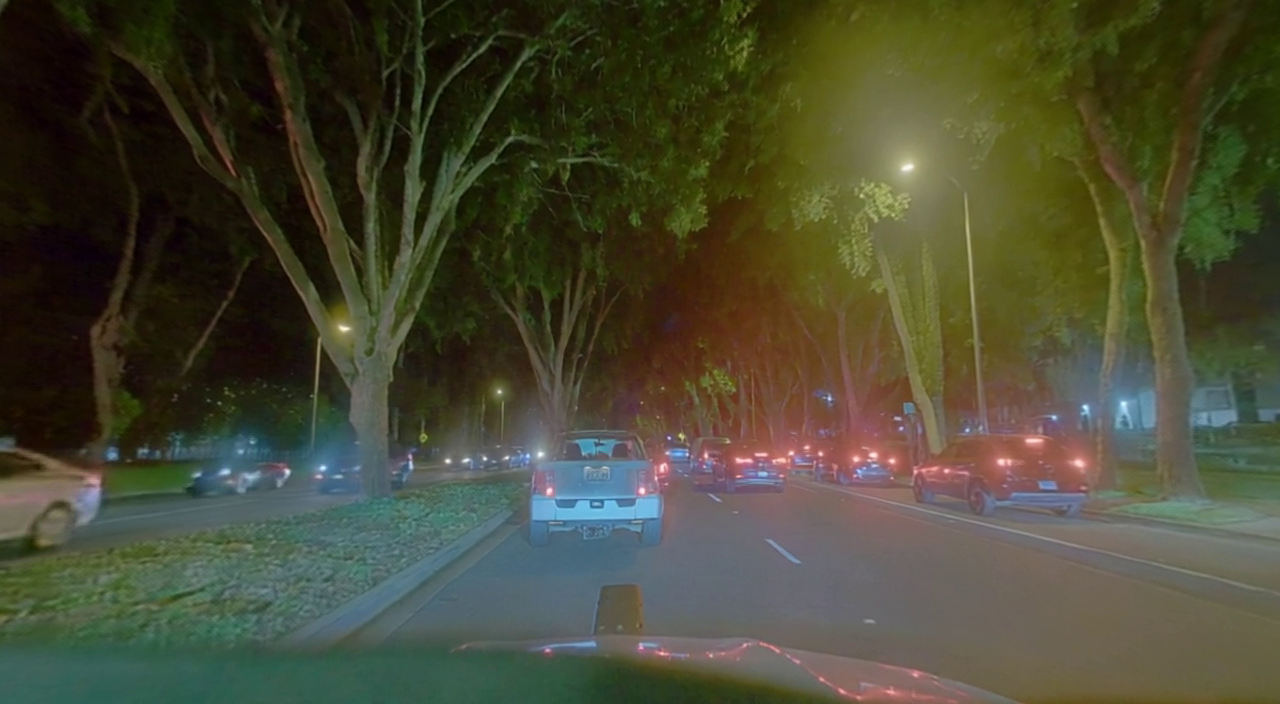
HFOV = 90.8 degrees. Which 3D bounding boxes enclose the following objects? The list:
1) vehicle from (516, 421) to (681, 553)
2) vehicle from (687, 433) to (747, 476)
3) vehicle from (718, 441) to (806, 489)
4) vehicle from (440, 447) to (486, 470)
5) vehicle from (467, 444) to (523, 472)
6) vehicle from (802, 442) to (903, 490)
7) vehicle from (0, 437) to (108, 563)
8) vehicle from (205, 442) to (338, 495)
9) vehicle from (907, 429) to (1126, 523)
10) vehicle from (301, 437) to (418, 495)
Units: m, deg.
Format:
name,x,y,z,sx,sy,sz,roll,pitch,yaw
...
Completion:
name,x,y,z,sx,sy,sz,roll,pitch,yaw
vehicle,-0.639,1.994,9.990,2.106,1.655,3.717,0,-8,-4
vehicle,3.468,4.729,29.414,2.114,1.846,4.659,0,-8,-1
vehicle,4.007,3.793,21.605,2.175,1.477,4.520,0,-8,1
vehicle,-11.893,7.181,42.742,1.866,1.404,4.507,0,-8,0
vehicle,-8.214,6.030,36.188,2.039,1.466,4.553,0,-8,1
vehicle,7.227,3.907,21.995,1.977,1.485,4.308,0,-8,0
vehicle,-8.734,1.674,6.826,1.938,1.513,4.593,0,-8,0
vehicle,-13.230,4.182,23.097,1.947,1.703,4.525,0,-8,3
vehicle,7.820,2.593,13.773,2.168,1.709,4.289,0,-8,1
vehicle,-8.904,3.637,20.486,1.920,1.663,4.036,0,-8,0
